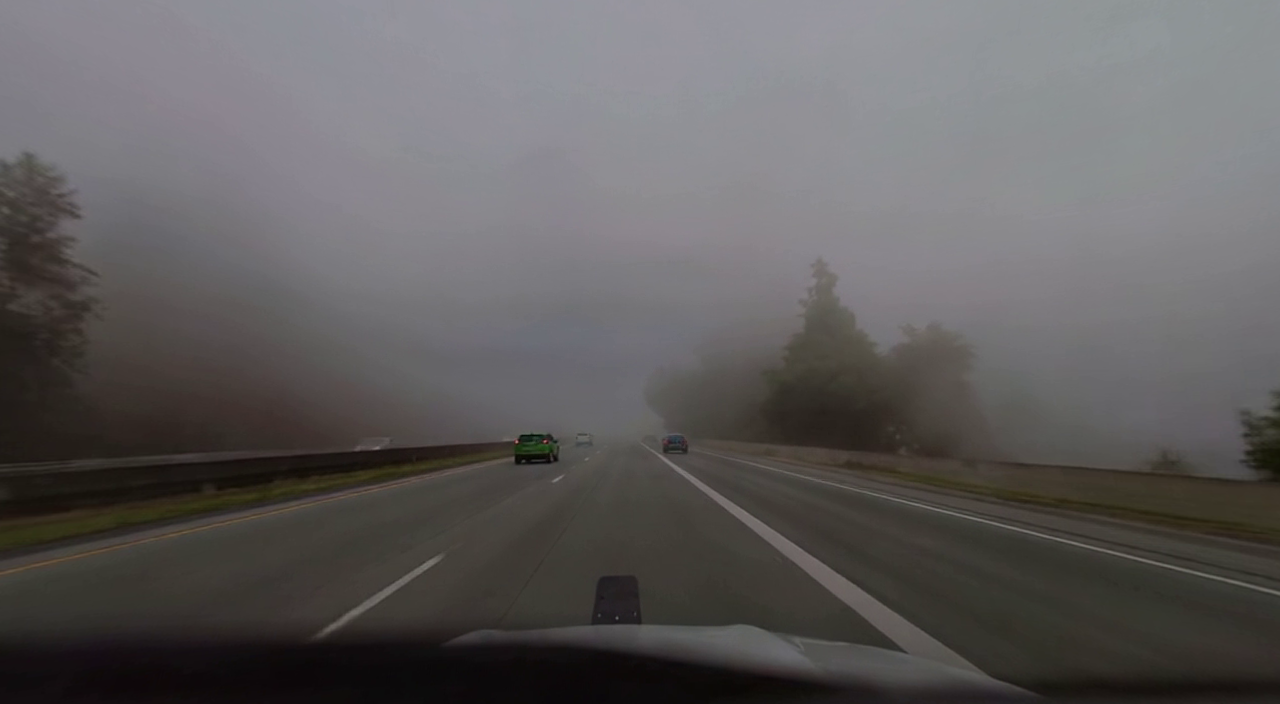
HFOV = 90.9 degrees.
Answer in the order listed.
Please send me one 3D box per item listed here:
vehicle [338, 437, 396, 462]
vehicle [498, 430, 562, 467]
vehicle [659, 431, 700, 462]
[{"bbox_3d":[-16.973,6.074,39.389,1.790,1.453,4.155,0,-8,-1],"label":"vehicle"},{"bbox_3d":[-4.770,4.238,28.060,2.023,1.512,4.804,0,-7,0],"label":"vehicle"},{"bbox_3d":[1.942,4.751,31.898,1.869,1.466,3.356,0,-7,0],"label":"vehicle"}]
